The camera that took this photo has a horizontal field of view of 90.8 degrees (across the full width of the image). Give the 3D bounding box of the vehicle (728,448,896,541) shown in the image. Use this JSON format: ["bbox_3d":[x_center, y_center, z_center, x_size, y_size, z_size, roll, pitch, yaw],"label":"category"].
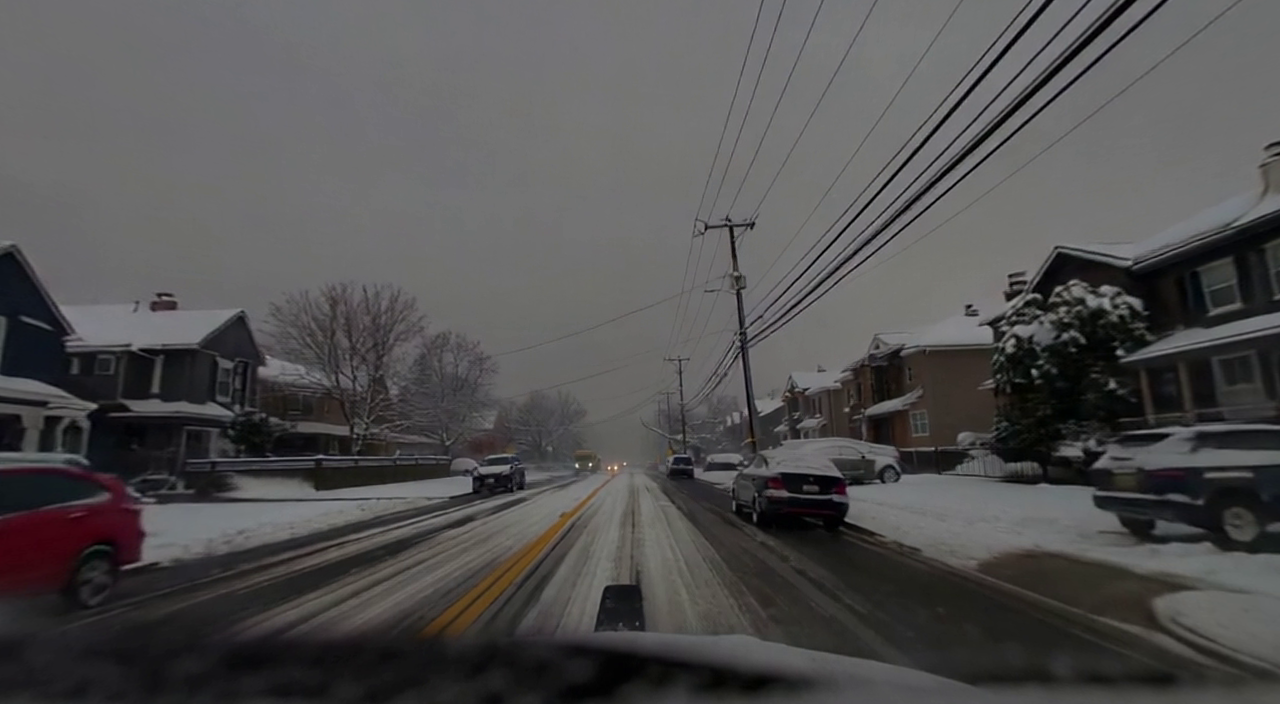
[{"bbox_3d":[3.213,2.735,12.873,2.076,1.513,4.305,0,-8,-2],"label":"vehicle"}]

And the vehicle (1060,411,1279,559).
[{"bbox_3d":[8.180,1.663,8.281,3.866,1.664,2.015,0,-8,0],"label":"vehicle"}]

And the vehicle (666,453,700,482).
[{"bbox_3d":[2.842,7.664,42.138,1.945,1.792,3.903,0,-8,-1],"label":"vehicle"}]

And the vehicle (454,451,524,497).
[{"bbox_3d":[-6.536,5.346,27.884,2.056,1.741,4.532,-2,-10,-1],"label":"vehicle"}]

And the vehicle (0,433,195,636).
[{"bbox_3d":[-6.206,1.477,4.896,1.971,1.631,4.944,-2,-10,-1],"label":"vehicle"}]
